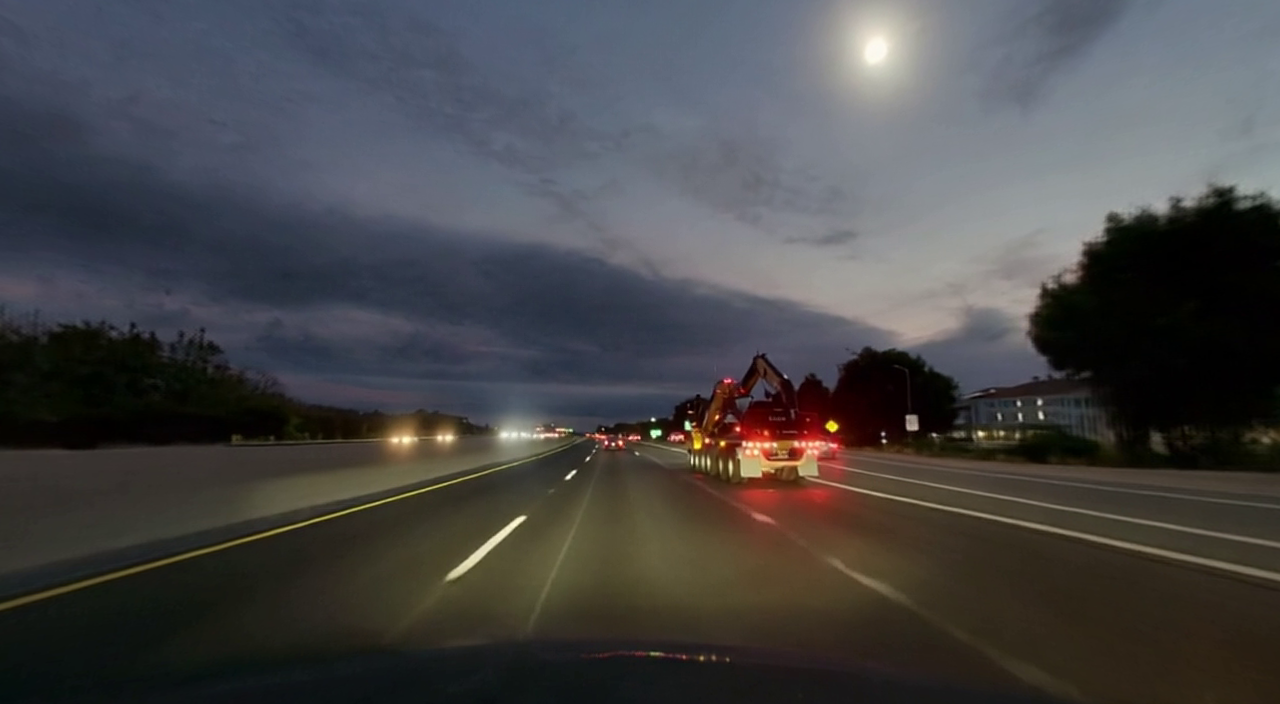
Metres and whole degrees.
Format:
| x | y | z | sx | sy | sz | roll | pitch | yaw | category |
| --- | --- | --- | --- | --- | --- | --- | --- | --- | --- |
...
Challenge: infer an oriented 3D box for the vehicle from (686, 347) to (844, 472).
| x | y | z | sx | sy | sz | roll | pitch | yaw | category |
| --- | --- | --- | --- | --- | --- | --- | --- | --- | --- |
| 3.485 | 2.006 | 20.113 | 2.833 | 3.180 | 8.004 | 1 | -8 | -4 | vehicle |
